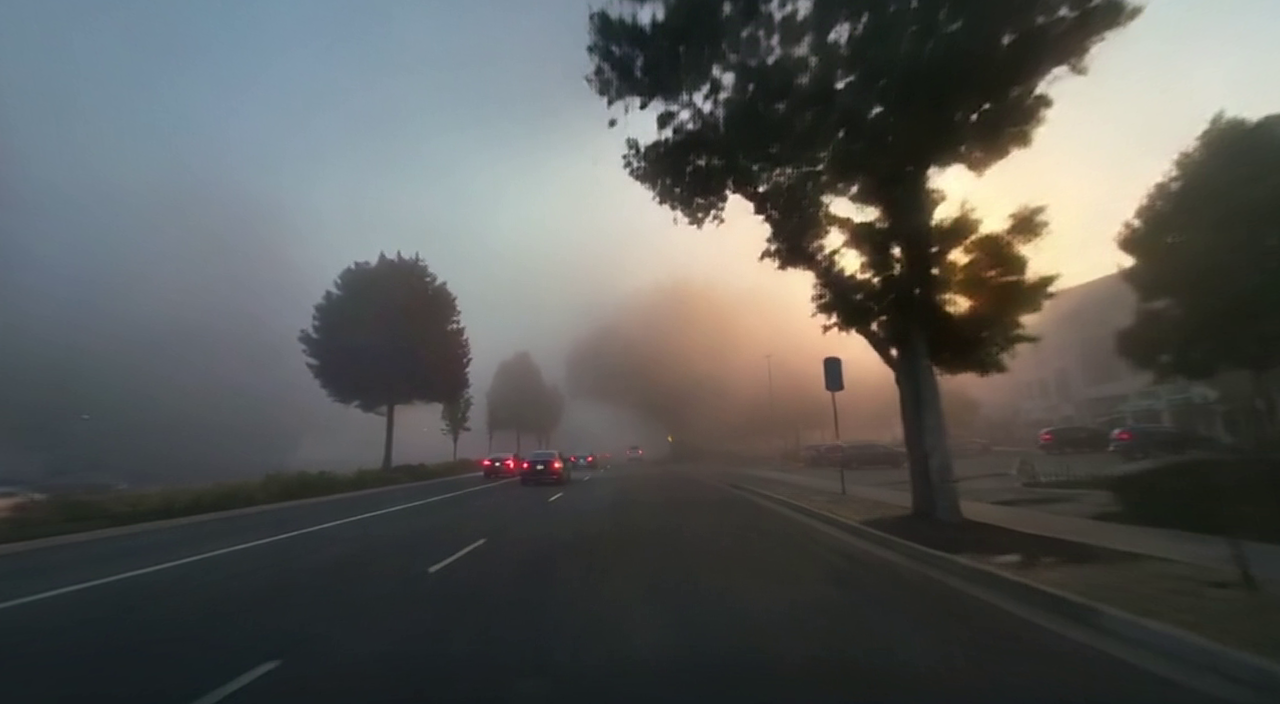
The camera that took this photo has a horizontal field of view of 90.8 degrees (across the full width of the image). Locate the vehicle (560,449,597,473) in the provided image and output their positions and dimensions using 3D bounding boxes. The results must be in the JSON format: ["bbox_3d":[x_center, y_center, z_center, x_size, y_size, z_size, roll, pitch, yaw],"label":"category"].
[{"bbox_3d":[-3.964,7.073,41.243,1.971,1.414,4.317,0,-9,1],"label":"vehicle"}]

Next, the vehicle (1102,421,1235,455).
[{"bbox_3d":[25.119,4.110,30.119,4.614,1.464,1.856,-1,-9,0],"label":"vehicle"}]

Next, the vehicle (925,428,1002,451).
[{"bbox_3d":[25.350,6.886,49.592,4.939,1.818,1.989,0,-9,-1],"label":"vehicle"}]

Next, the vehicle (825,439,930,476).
[{"bbox_3d":[12.889,5.754,34.499,4.790,1.439,2.034,-7,-9,1],"label":"vehicle"}]

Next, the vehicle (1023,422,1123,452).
[{"bbox_3d":[25.053,4.941,36.661,4.154,1.662,2.113,0,-8,1],"label":"vehicle"}]

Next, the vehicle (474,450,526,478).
[{"bbox_3d":[-8.197,6.608,37.515,1.976,1.497,4.709,0,-9,1],"label":"vehicle"}]

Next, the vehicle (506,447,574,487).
[{"bbox_3d":[-4.005,4.704,26.147,2.011,1.483,4.596,0,-9,1],"label":"vehicle"}]

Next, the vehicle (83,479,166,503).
[{"bbox_3d":[-37.171,10.002,45.630,4.232,1.578,1.759,1,-10,-3],"label":"vehicle"}]
